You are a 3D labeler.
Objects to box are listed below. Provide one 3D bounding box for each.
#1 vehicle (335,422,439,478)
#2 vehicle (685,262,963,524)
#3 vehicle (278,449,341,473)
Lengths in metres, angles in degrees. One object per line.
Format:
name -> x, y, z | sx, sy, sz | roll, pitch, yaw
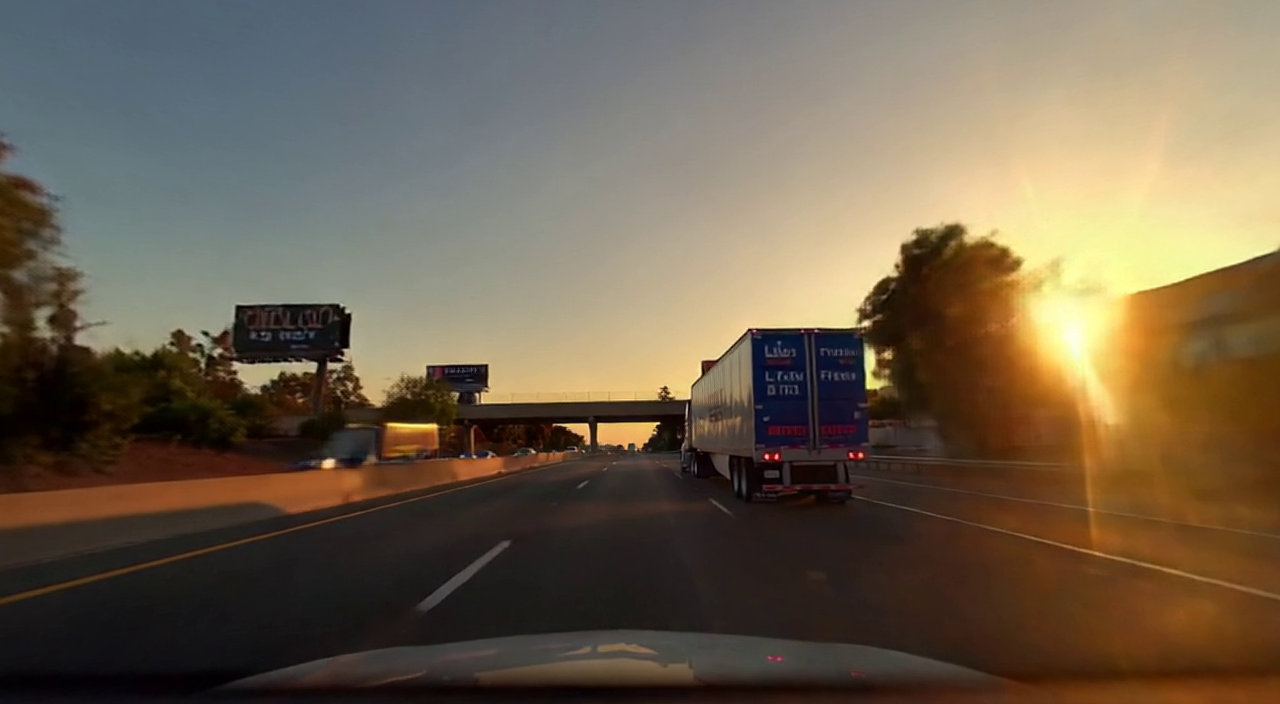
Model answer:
vehicle -> -11.090, 4.357, 28.266 | 2.416, 2.253, 5.336 | 0, -9, 0
vehicle -> 3.627, 1.909, 19.075 | 2.891, 4.387, 17.121 | 0, -9, -1
vehicle -> -23.061, 7.603, 44.284 | 1.932, 1.501, 4.598 | 0, -9, 1
